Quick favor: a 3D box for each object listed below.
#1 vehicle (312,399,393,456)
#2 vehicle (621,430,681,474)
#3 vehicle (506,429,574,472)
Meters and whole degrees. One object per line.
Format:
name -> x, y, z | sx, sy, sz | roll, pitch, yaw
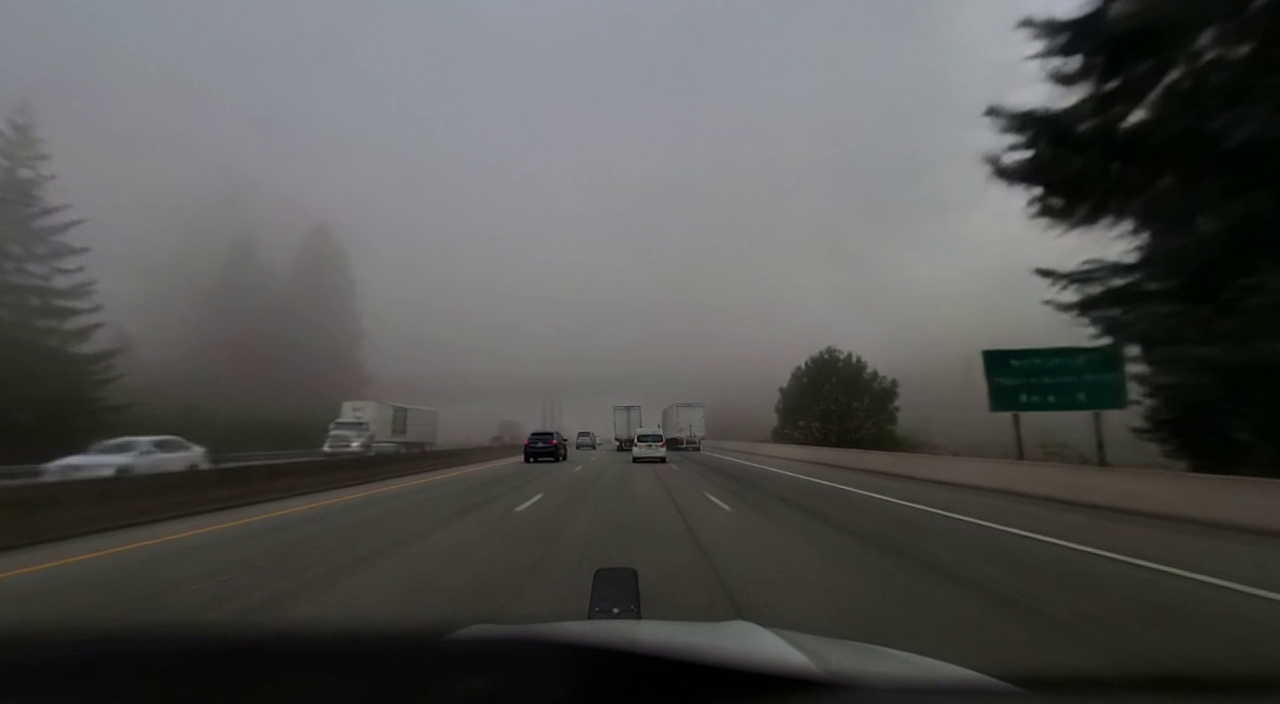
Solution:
vehicle -> -21.353, 5.720, 47.213 | 3.051, 3.954, 6.368 | 0, -8, -1
vehicle -> 0.336, 3.719, 23.706 | 2.059, 1.522, 3.693 | 0, -8, -1
vehicle -> -3.870, 3.893, 25.219 | 1.979, 1.527, 4.754 | 0, -8, -1
